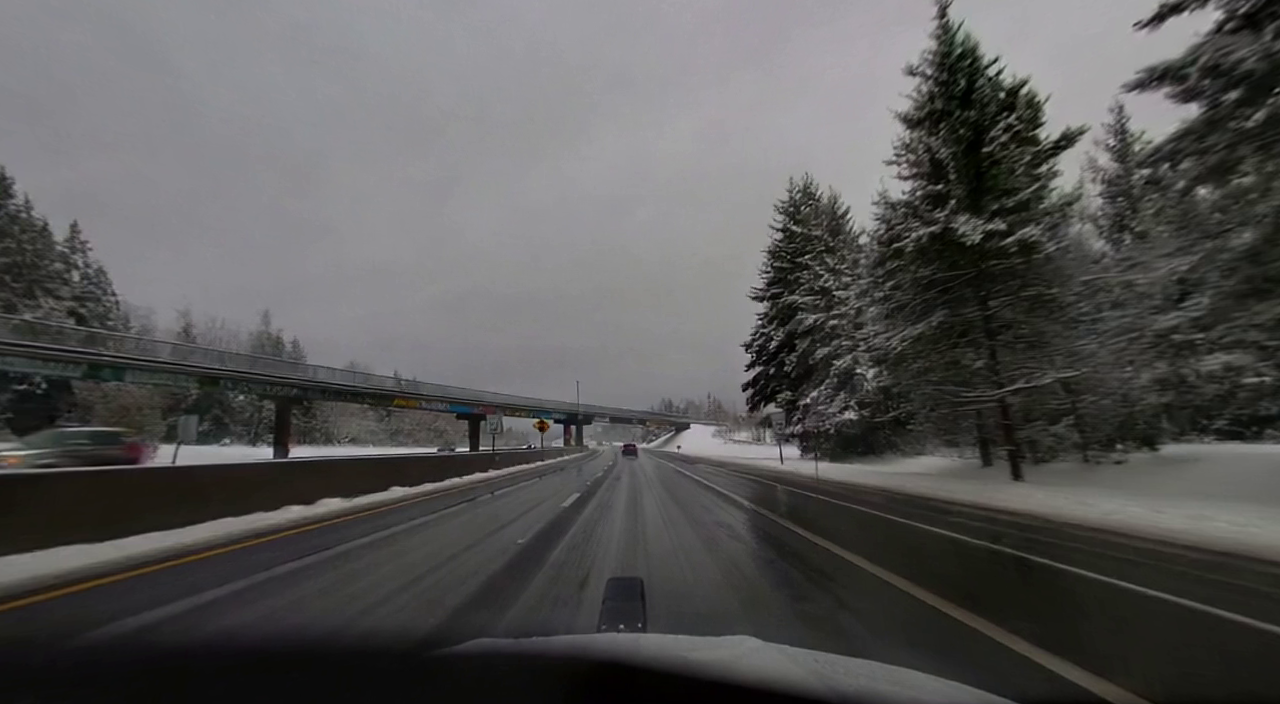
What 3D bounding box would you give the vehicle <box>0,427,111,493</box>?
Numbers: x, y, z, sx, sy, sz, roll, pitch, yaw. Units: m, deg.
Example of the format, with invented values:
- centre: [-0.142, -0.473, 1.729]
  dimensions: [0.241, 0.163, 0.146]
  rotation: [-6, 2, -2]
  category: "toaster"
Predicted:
- centre: [-17.272, 2.932, 17.162]
  dimensions: [1.858, 1.643, 4.512]
  rotation: [0, -9, -2]
  category: "vehicle"
